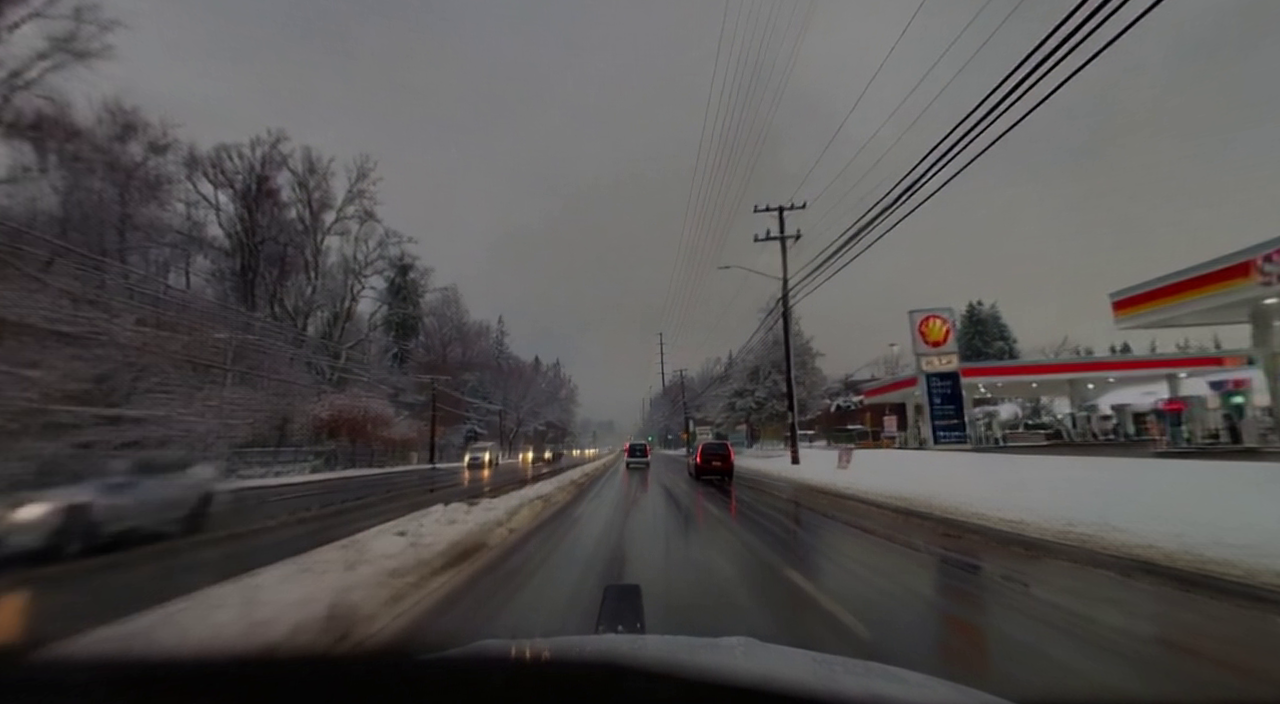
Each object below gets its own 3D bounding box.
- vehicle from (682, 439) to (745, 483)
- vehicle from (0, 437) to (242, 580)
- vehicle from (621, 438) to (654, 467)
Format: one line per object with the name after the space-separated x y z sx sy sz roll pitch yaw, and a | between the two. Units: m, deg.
2.942 4.442 26.101 1.990 1.592 4.294 0 -8 -1 | vehicle
-8.203 2.065 9.158 2.085 1.582 4.305 -1 -8 -1 | vehicle
-0.203 6.823 43.156 2.163 1.825 4.073 0 -8 -1 | vehicle
